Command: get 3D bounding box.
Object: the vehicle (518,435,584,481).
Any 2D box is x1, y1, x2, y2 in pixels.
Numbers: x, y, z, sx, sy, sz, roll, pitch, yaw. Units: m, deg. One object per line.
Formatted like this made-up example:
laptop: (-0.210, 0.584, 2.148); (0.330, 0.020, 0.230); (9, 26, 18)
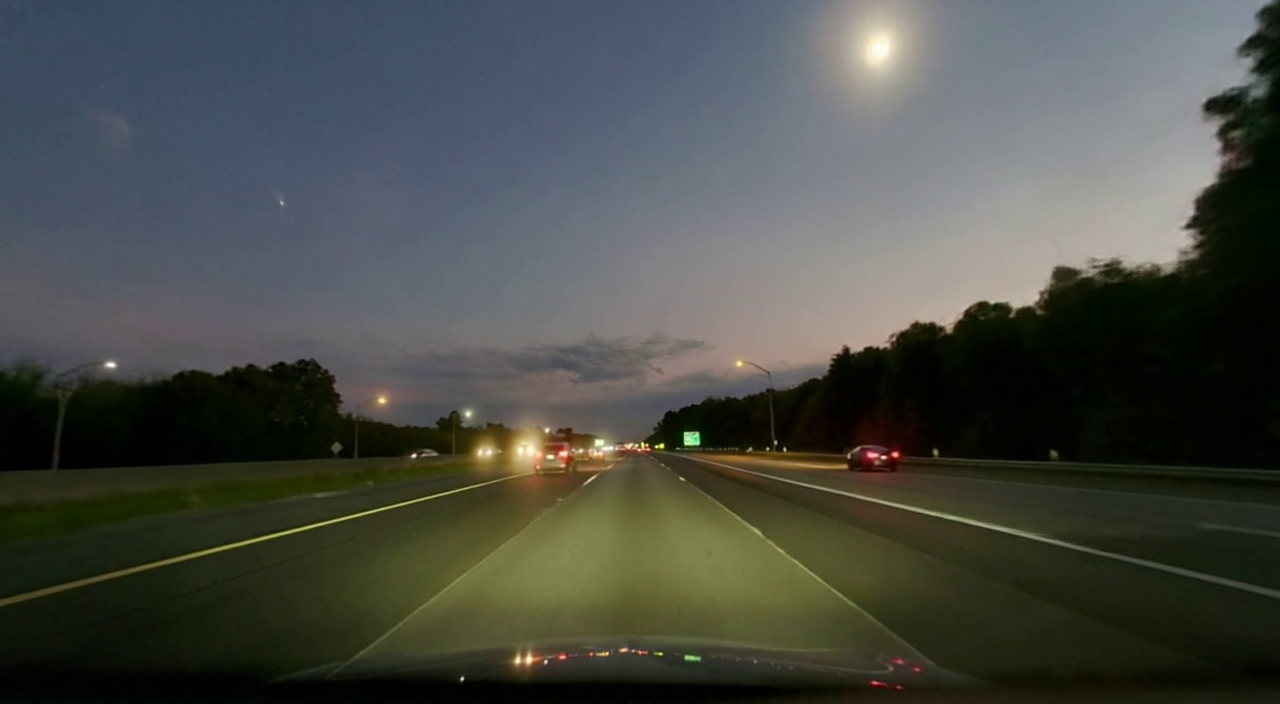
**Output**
vehicle: (-3.663, 4.472, 26.869); (2.114, 1.774, 4.427); (0, -9, 0)
